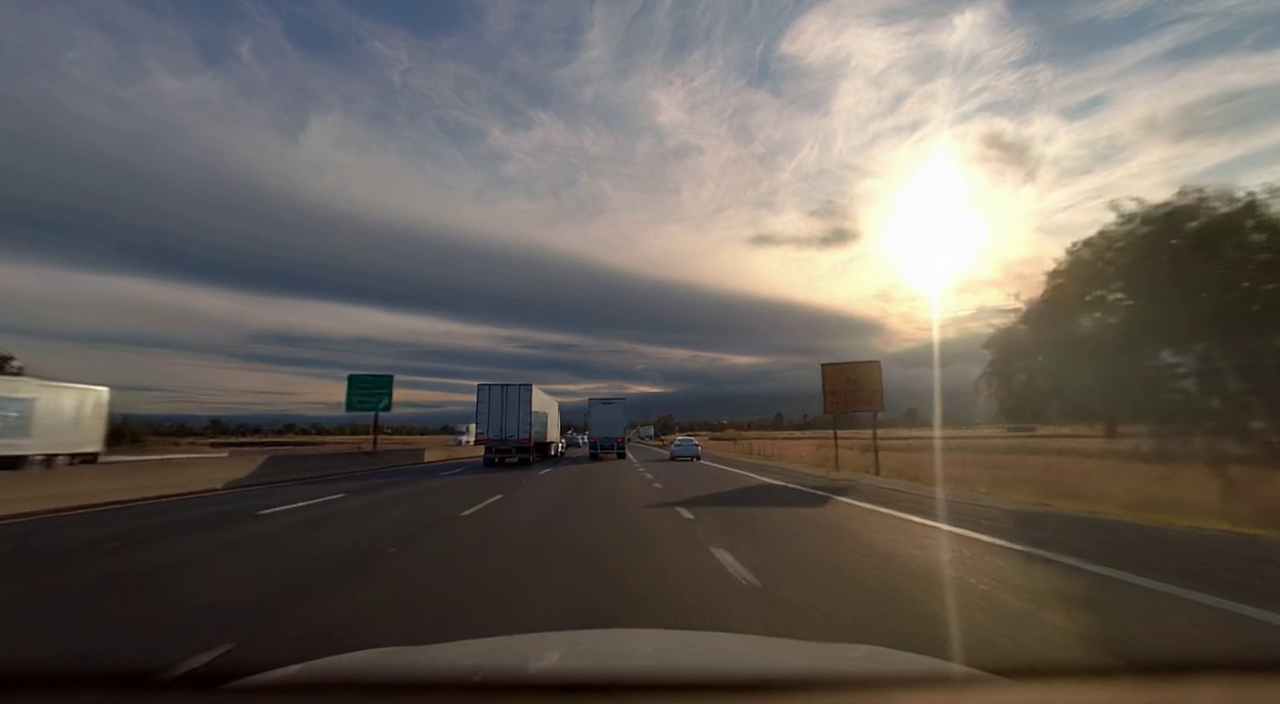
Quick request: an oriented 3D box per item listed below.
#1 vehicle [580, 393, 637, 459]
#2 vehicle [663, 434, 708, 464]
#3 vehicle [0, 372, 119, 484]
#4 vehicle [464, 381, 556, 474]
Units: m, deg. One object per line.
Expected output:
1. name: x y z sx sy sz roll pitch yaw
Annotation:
1. vehicle: -2.513 5.756 47.431 3.475 4.037 17.454 0 -8 -4
2. vehicle: 2.290 4.985 32.499 1.891 1.477 3.599 0 -8 -3
3. vehicle: -24.976 2.542 21.376 2.894 4.071 14.117 0 -8 -2
4. vehicle: -5.298 3.282 26.953 2.728 3.405 7.096 0 -8 -3
